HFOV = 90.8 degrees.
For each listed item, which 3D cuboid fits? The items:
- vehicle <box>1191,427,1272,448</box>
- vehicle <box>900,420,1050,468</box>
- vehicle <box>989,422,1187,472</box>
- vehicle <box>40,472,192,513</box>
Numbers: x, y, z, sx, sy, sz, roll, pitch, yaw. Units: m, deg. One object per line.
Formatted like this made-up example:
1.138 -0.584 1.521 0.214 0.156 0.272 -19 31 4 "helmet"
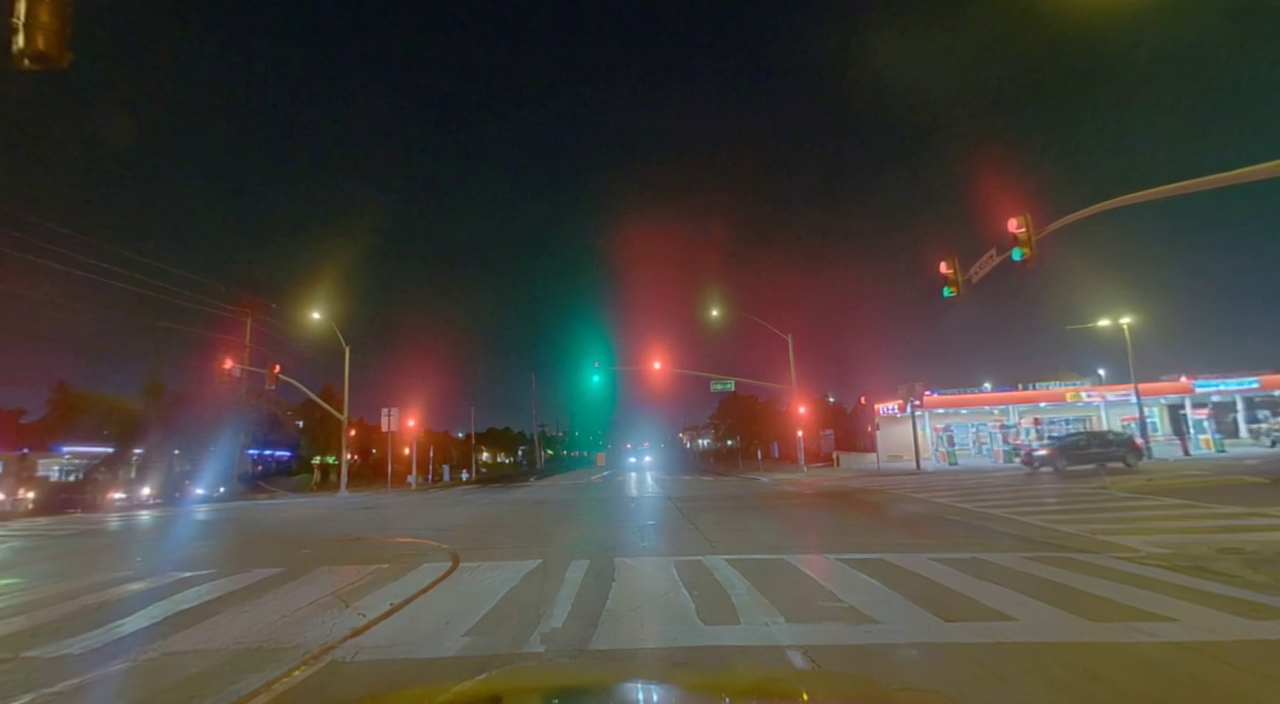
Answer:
42.041 6.069 44.898 4.347 1.446 1.777 1 -9 -10 "vehicle"
13.009 3.652 24.944 4.916 1.730 1.986 -4 -9 21 "vehicle"
14.352 3.102 20.628 4.835 1.487 1.913 -4 -9 20 "vehicle"
-21.172 5.679 25.648 4.676 1.463 1.909 -1 -8 6 "vehicle"
